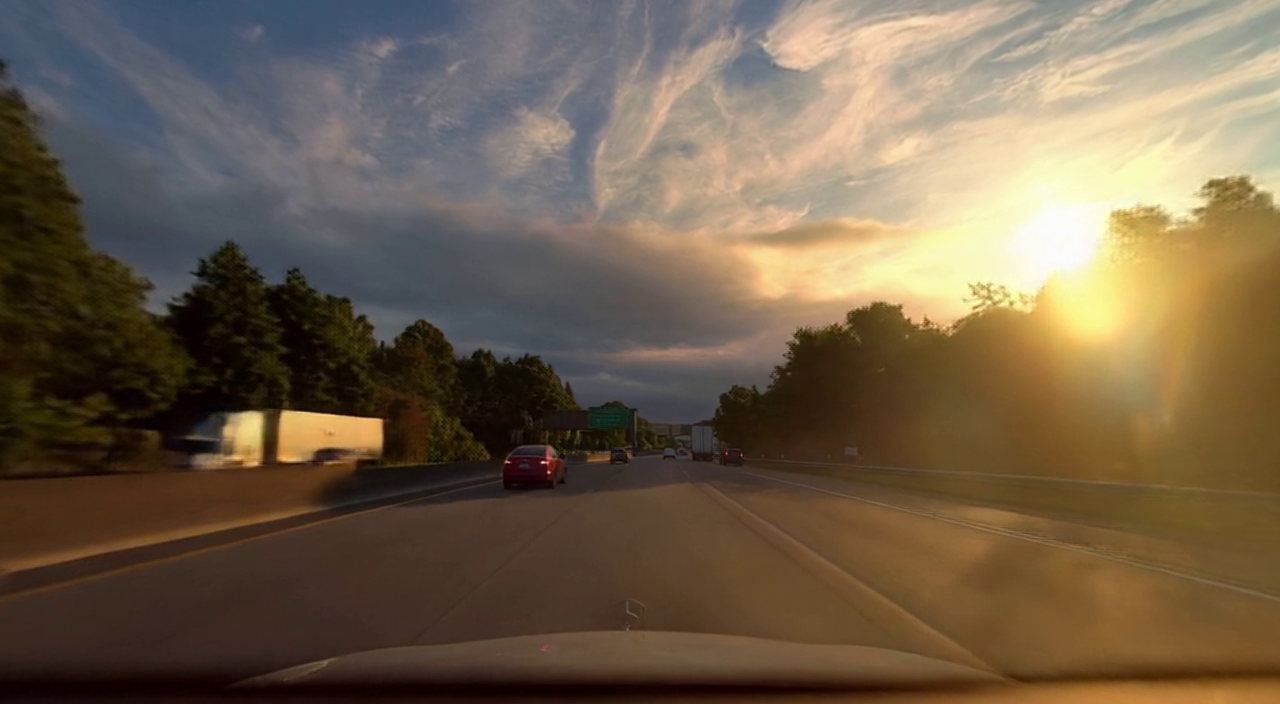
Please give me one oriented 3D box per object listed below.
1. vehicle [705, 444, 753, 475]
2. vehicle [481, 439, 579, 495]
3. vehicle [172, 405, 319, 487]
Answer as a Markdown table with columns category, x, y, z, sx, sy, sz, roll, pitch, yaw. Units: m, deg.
| category | x | y | z | sx | sy | sz | roll | pitch | yaw |
| --- | --- | --- | --- | --- | --- | --- | --- | --- | --- |
| vehicle | 4.904 | 5.974 | 35.253 | 2.176 | 1.598 | 3.878 | 0 | -9 | 1 |
| vehicle | -3.329 | 3.613 | 20.132 | 2.085 | 1.530 | 4.809 | 0 | -9 | 2 |
| vehicle | -18.817 | 4.576 | 30.600 | 3.027 | 3.574 | 5.837 | 0 | -9 | 2 |
